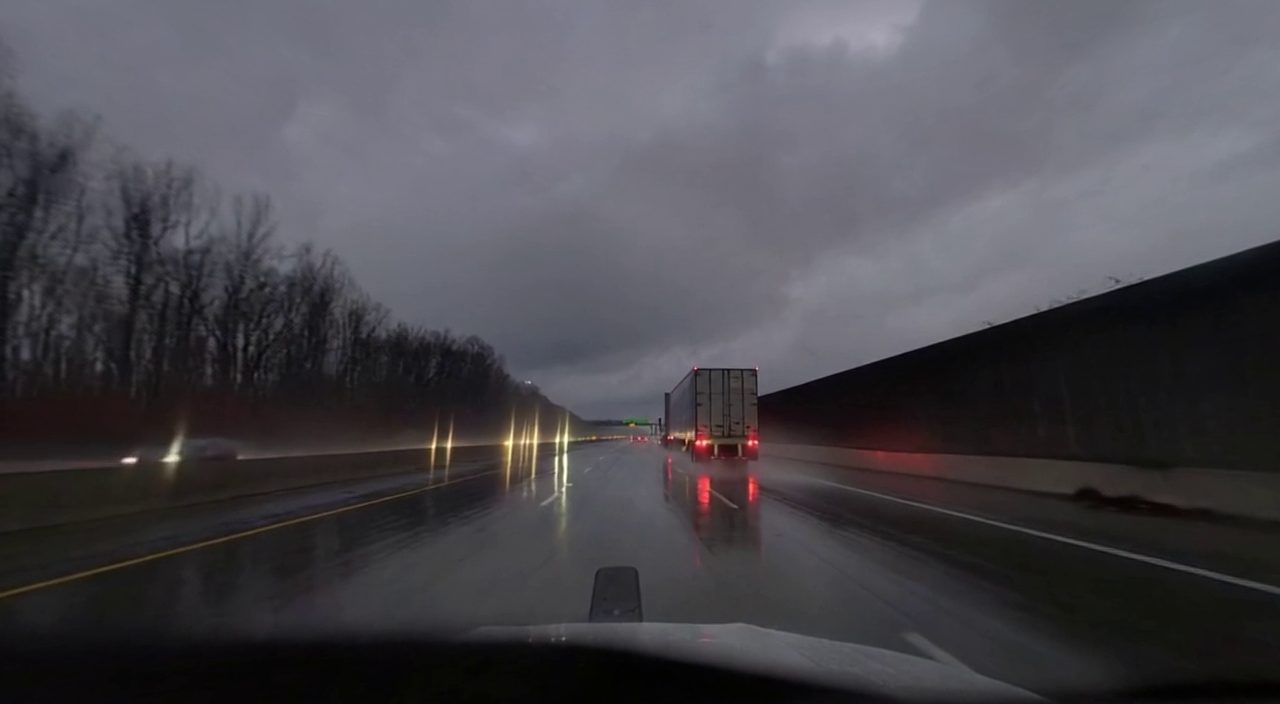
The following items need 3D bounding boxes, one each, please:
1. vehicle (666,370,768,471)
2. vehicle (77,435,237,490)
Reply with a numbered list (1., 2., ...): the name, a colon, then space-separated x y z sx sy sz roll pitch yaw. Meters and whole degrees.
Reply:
1. vehicle: 3.524 3.845 33.888 2.979 4.161 15.508 1 -7 -2
2. vehicle: -15.860 3.609 21.011 1.890 1.622 4.373 0 -8 0
